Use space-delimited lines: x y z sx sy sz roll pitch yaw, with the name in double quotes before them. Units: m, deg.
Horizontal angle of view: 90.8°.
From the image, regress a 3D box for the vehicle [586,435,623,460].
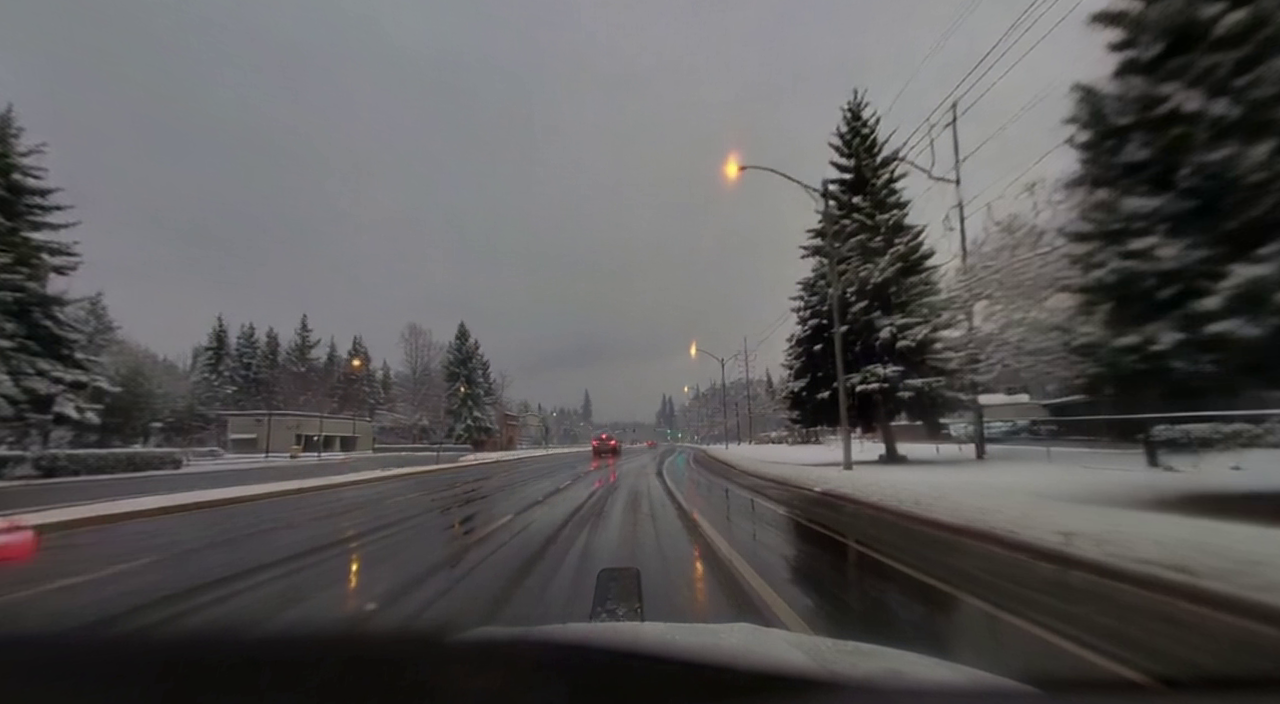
"vehicle" -2.406 6.684 44.079 2.121 1.654 3.993 -1 -8 3
